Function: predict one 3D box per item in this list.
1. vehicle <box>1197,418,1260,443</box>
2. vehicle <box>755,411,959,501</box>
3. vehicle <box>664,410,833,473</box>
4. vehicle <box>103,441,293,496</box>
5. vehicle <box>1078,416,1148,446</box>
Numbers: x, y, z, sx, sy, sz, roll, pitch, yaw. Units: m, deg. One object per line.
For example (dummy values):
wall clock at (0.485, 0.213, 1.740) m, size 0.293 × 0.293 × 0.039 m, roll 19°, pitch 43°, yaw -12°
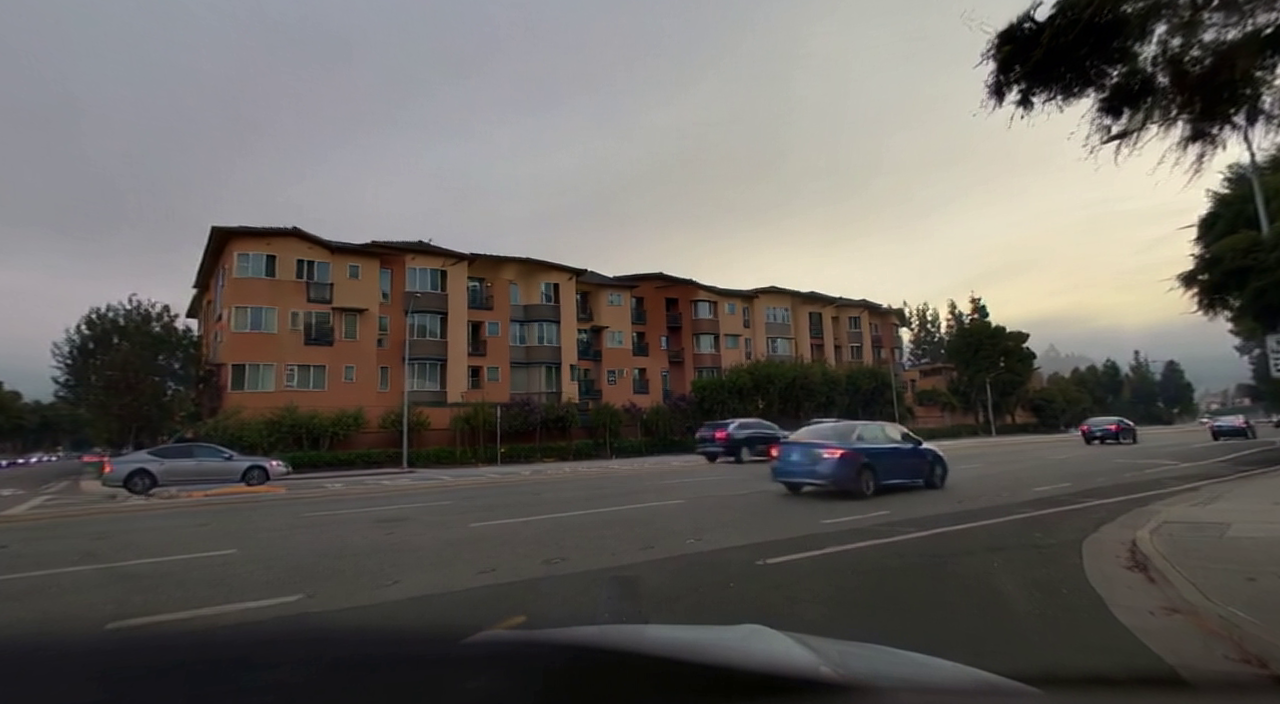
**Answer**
vehicle at (36.305, 4.896, 38.845) m, size 4.521 × 1.433 × 1.943 m, roll 6°, pitch -10°, yaw -37°
vehicle at (4.806, 2.223, 13.765) m, size 4.438 × 1.625 × 2.033 m, roll 6°, pitch -11°, yaw -37°
vehicle at (3.880, 3.113, 21.972) m, size 5.994 × 1.898 × 2.264 m, roll 6°, pitch -11°, yaw -37°
vehicle at (-12.731, 3.314, 18.367) m, size 4.289 × 1.415 × 1.774 m, roll 6°, pitch -11°, yaw -38°
vehicle at (28.163, 4.742, 37.466) m, size 4.683 × 1.678 × 1.981 m, roll 6°, pitch -11°, yaw -37°
